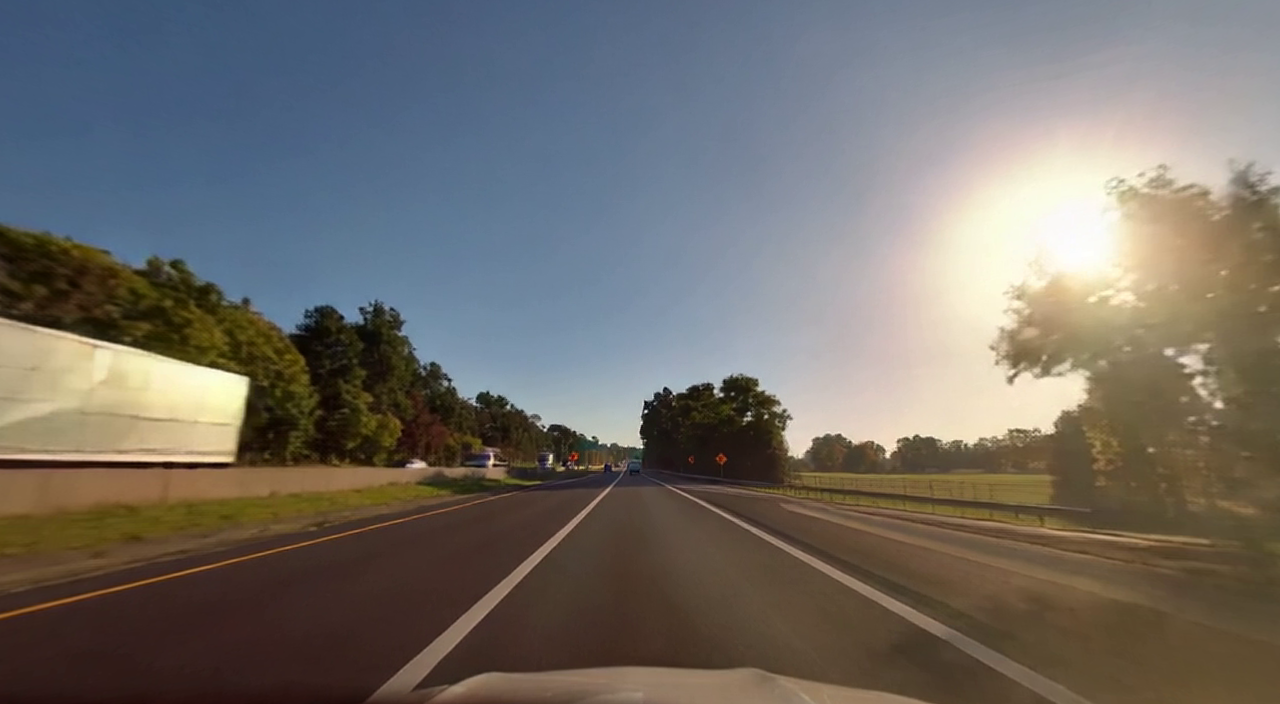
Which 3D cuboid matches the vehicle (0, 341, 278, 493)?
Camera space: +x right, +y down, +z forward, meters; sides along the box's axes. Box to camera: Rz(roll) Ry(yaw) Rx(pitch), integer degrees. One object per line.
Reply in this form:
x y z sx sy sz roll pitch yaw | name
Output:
-16.005 2.435 20.846 2.919 4.001 8.297 1 -10 0 | vehicle

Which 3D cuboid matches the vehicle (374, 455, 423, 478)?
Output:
-16.492 7.874 43.243 1.780 1.458 3.948 1 -10 0 | vehicle

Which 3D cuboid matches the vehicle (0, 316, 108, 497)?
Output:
-15.807 0.730 11.543 2.974 3.982 10.261 1 -10 0 | vehicle
